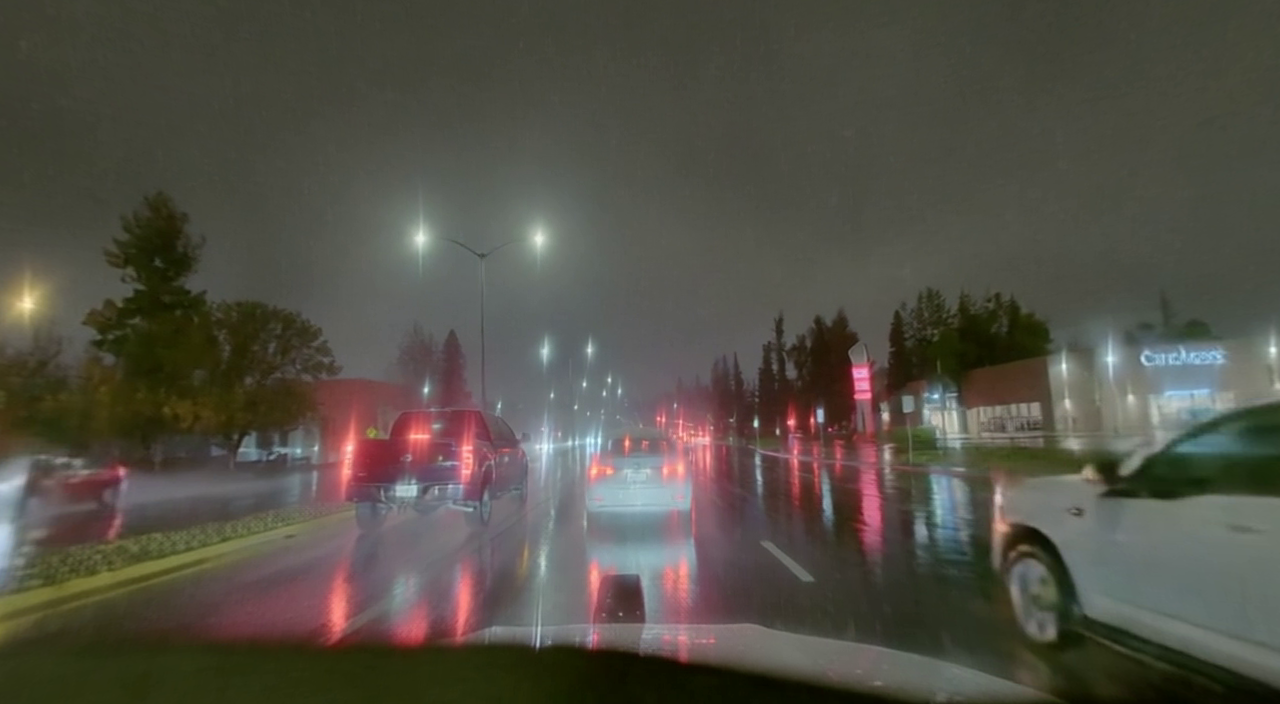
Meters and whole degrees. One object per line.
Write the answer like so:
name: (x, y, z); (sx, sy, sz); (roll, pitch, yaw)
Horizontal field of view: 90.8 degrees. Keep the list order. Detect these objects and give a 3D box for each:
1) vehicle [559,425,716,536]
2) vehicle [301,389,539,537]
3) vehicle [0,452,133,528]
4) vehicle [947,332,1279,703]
vehicle: (-0.089, 2.041, 10.624); (2.126, 1.475, 3.967); (0, -8, -2)
vehicle: (-3.418, 1.899, 11.373); (2.301, 1.985, 5.531); (0, -8, 0)
vehicle: (-14.096, 3.096, 14.516); (1.737, 1.498, 3.854); (0, -8, -2)
vehicle: (3.339, 0.745, 2.156); (2.092, 1.658, 4.814); (0, -8, -1)
